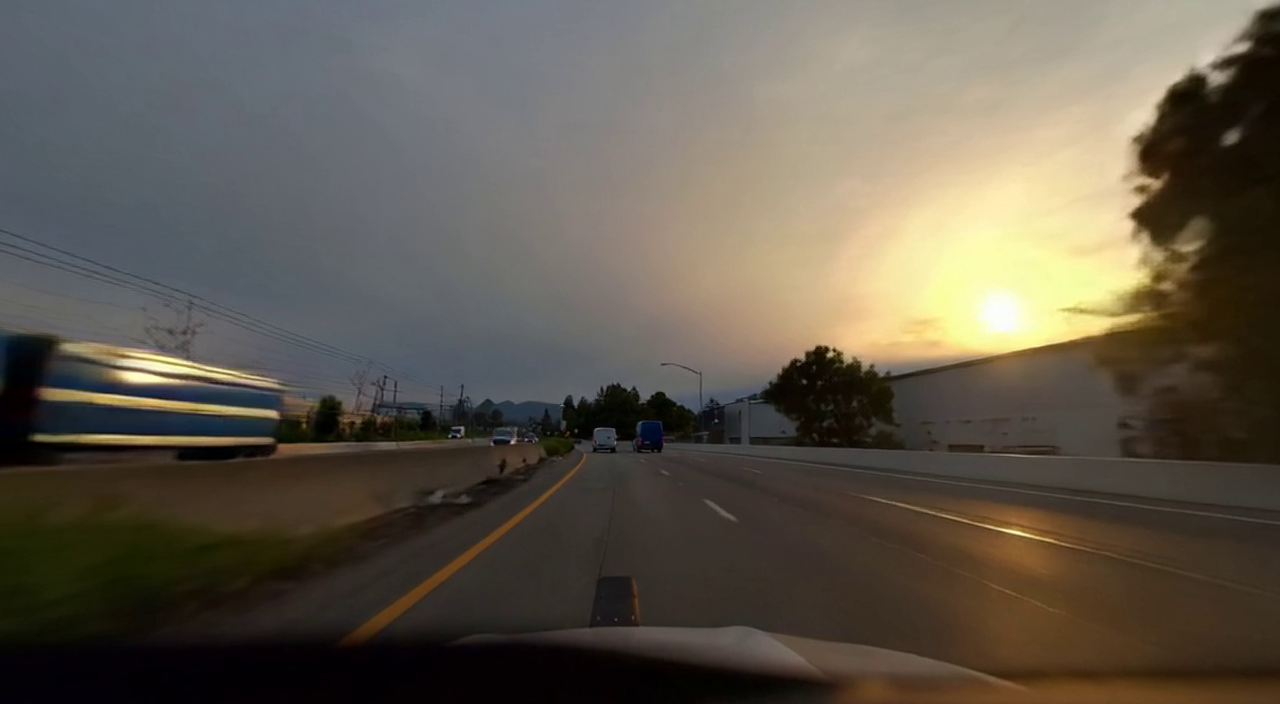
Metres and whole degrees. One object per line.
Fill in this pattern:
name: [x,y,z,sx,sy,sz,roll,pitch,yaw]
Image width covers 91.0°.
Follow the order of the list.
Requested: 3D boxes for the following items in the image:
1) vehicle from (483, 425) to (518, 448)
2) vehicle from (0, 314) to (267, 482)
vehicle: [-9.846,6.037,44.662,1.734,1.560,3.682,0,-8,-2]
vehicle: [-15.575,1.636,18.173,3.028,3.625,11.168,0,-8,-1]
